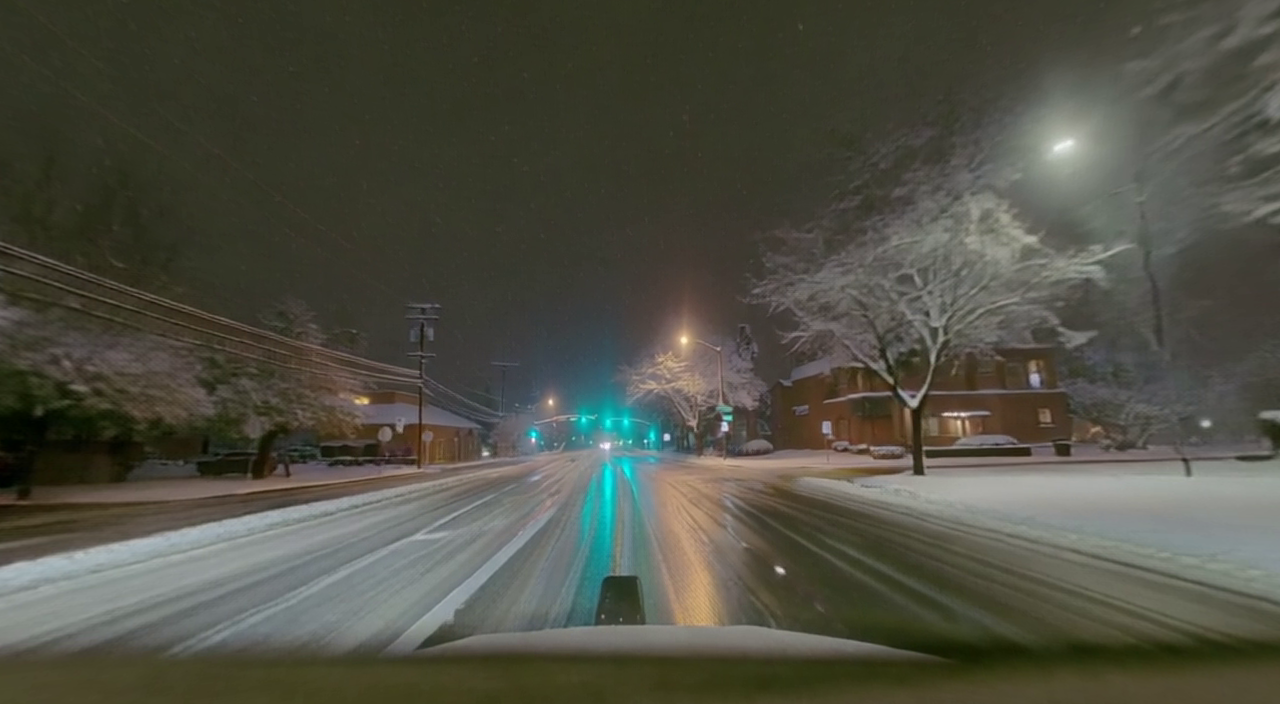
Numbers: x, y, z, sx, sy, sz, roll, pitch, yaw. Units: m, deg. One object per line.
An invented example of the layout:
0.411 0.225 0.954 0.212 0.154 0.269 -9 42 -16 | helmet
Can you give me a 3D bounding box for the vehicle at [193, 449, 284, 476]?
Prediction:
-26.675 7.365 42.130 4.577 1.584 2.000 3 -7 -8 | vehicle
